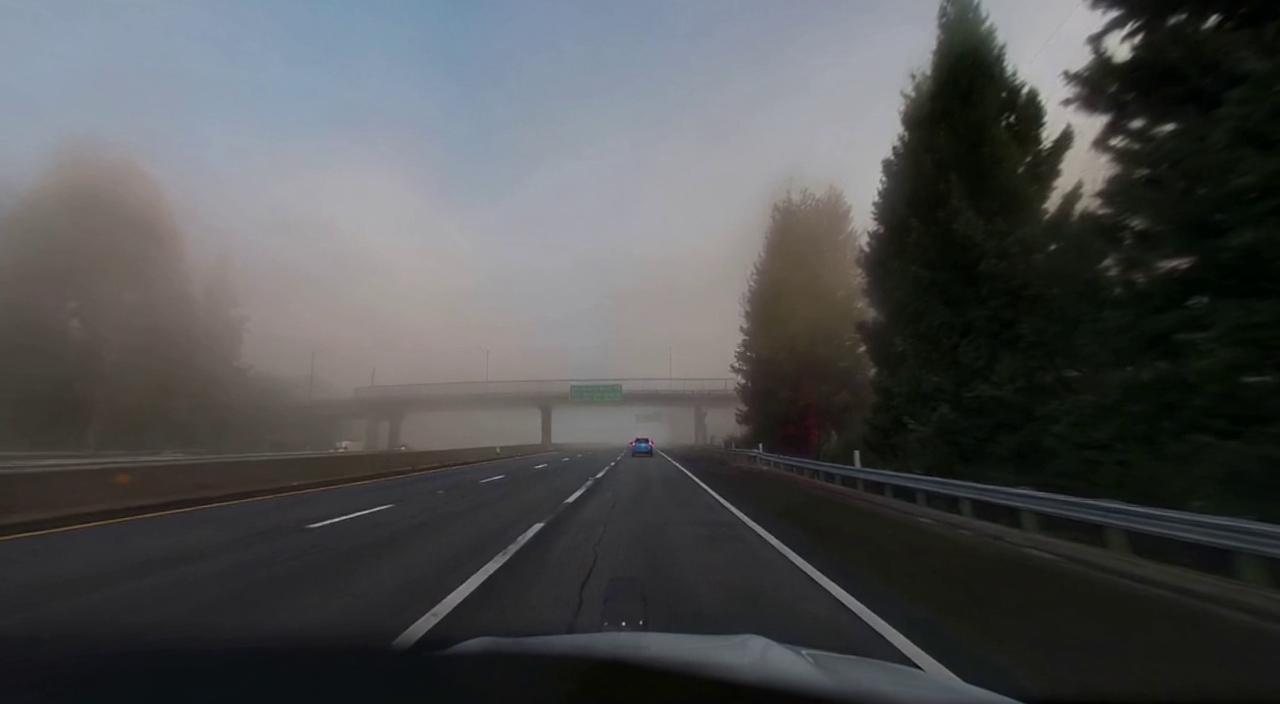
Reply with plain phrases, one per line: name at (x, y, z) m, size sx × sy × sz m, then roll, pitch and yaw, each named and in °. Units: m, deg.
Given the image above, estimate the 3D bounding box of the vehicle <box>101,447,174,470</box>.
vehicle at (-39.341, 8.353, 49.559) m, size 1.935 × 1.689 × 4.594 m, roll 0°, pitch -8°, yaw 0°
